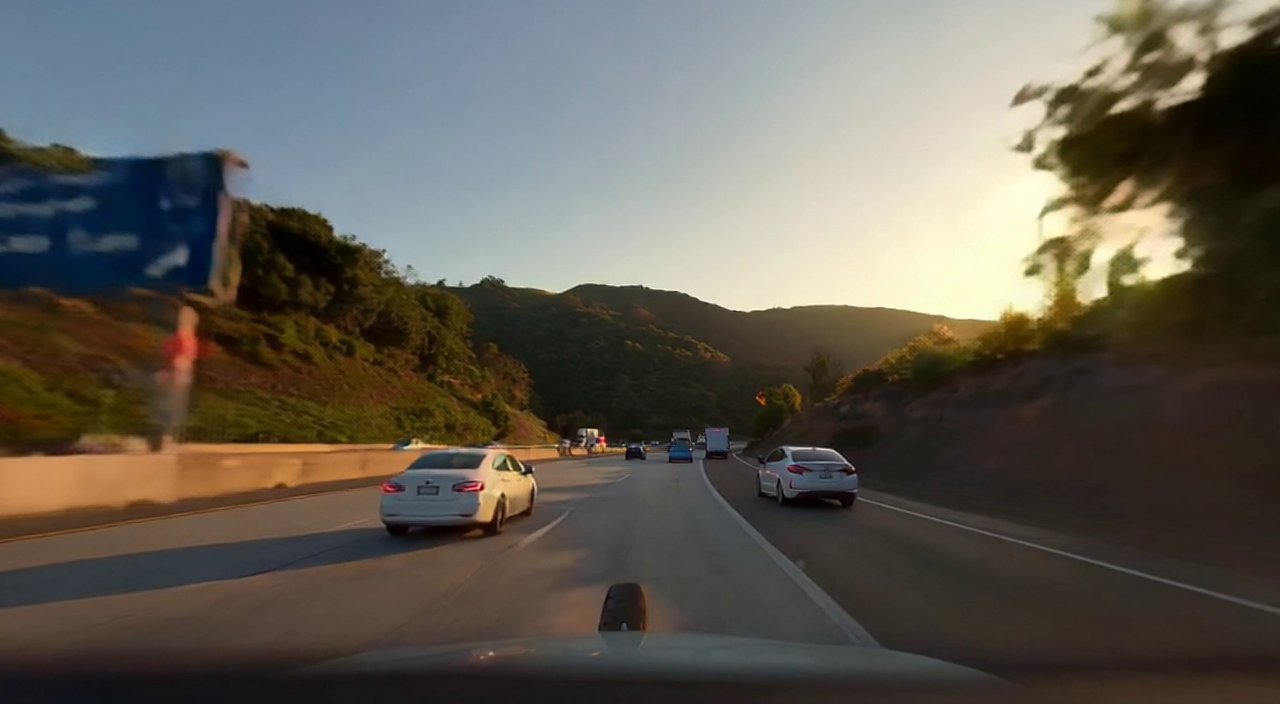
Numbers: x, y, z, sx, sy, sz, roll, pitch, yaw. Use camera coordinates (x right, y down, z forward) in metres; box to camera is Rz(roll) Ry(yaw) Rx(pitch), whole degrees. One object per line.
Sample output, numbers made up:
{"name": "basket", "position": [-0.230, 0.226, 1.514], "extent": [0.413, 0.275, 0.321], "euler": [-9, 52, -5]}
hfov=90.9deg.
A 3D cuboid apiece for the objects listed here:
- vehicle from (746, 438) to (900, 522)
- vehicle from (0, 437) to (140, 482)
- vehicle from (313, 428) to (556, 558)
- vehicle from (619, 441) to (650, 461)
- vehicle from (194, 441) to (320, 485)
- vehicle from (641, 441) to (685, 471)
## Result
{"name": "vehicle", "position": [3.597, 2.593, 13.347], "extent": [2.013, 1.464, 4.317], "euler": [0, -8, 1]}
{"name": "vehicle", "position": [-20.726, 3.819, 22.675], "extent": [1.852, 1.460, 4.391], "euler": [-1, -8, 1]}
{"name": "vehicle", "position": [-2.739, 2.011, 9.834], "extent": [2.031, 1.491, 4.792], "euler": [-1, -8, 2]}
{"name": "vehicle", "position": [-0.370, 7.619, 48.651], "extent": [2.010, 1.482, 4.230], "euler": [0, -8, 5]}
{"name": "vehicle", "position": [-13.923, 4.037, 23.307], "extent": [1.914, 1.441, 4.357], "euler": [0, -8, 0]}
{"name": "vehicle", "position": [1.280, 5.494, 33.512], "extent": [2.202, 1.467, 3.929], "euler": [-1, -8, 4]}
